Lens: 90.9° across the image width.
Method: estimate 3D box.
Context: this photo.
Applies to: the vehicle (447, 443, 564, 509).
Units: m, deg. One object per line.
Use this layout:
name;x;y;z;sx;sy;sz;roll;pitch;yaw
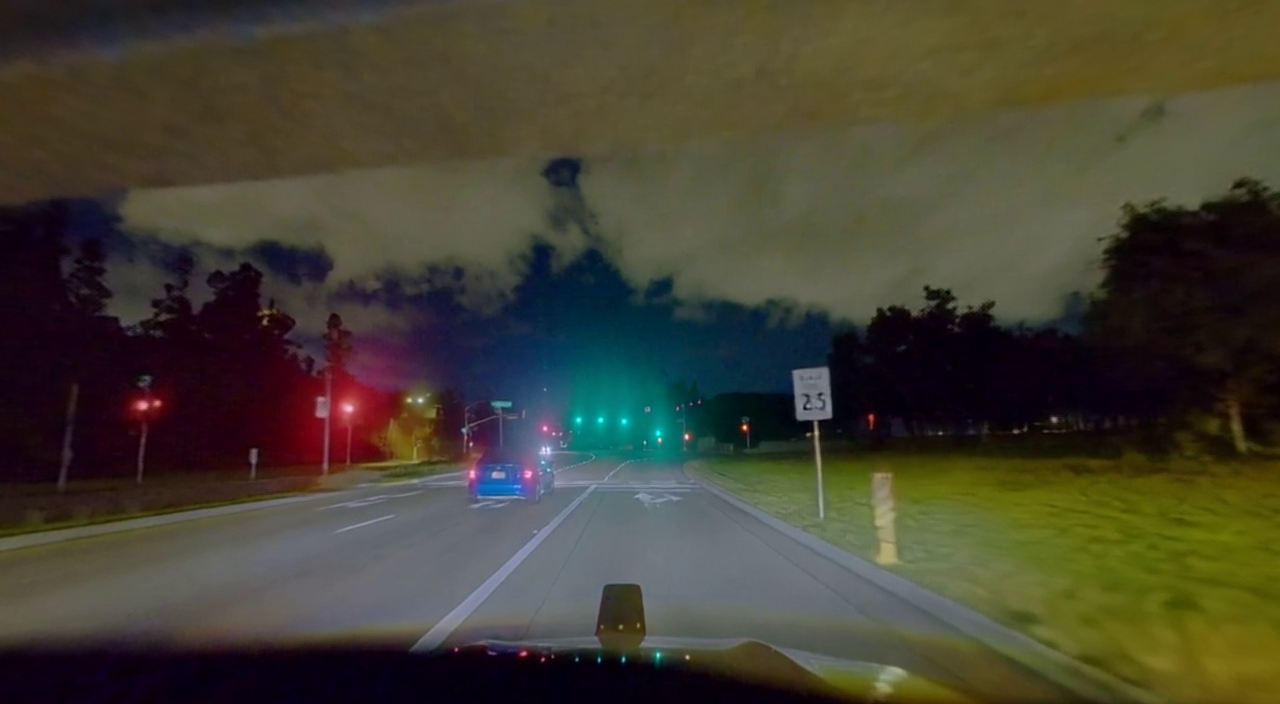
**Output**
vehicle;-3.297;3.144;16.512;1.963;1.460;4.614;0;-9;1
